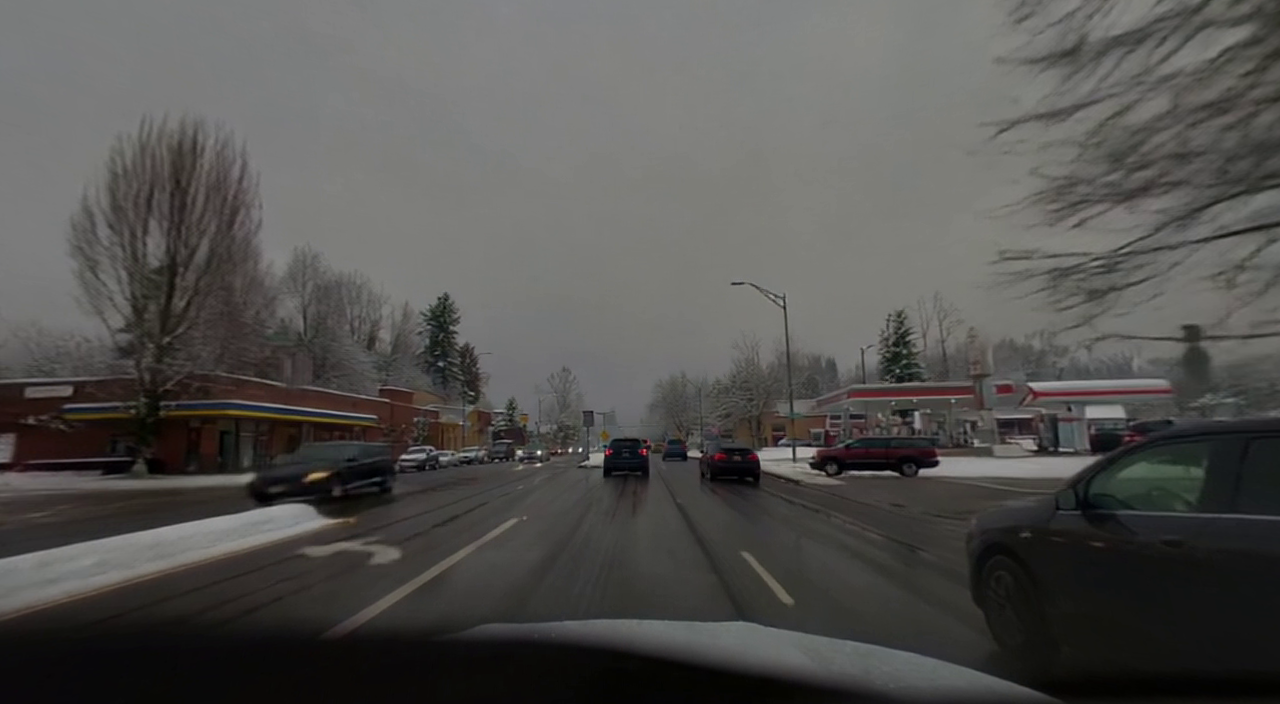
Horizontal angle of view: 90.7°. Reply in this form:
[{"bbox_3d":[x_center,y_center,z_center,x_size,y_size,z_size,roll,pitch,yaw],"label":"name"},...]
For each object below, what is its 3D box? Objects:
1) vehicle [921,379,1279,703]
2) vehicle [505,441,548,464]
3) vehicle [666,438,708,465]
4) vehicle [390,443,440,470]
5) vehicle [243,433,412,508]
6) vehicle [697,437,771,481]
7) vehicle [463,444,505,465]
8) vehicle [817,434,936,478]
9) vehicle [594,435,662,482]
[{"bbox_3d":[3.206,0.895,2.477,2.097,1.502,4.470,0,-8,-1],"label":"vehicle"},{"bbox_3d":[-8.137,7.219,45.697,2.240,1.550,4.760,0,-8,0],"label":"vehicle"},{"bbox_3d":[2.792,6.022,38.508,2.098,1.527,3.966,0,-8,-2],"label":"vehicle"},{"bbox_3d":[-15.663,7.287,44.355,1.979,1.819,4.308,0,-8,-1],"label":"vehicle"},{"bbox_3d":[-7.538,2.879,15.835,2.085,1.610,4.085,0,-8,1],"label":"vehicle"},{"bbox_3d":[3.413,3.980,23.854,2.060,1.471,4.168,0,-8,-1],"label":"vehicle"},{"bbox_3d":[-11.654,7.663,47.504,1.915,1.473,4.573,0,-8,1],"label":"vehicle"},{"bbox_3d":[9.938,4.416,27.012,4.464,1.755,2.236,-2,-9,14],"label":"vehicle"},{"bbox_3d":[-0.421,3.799,22.884,2.232,1.508,4.319,0,-8,-1],"label":"vehicle"}]
